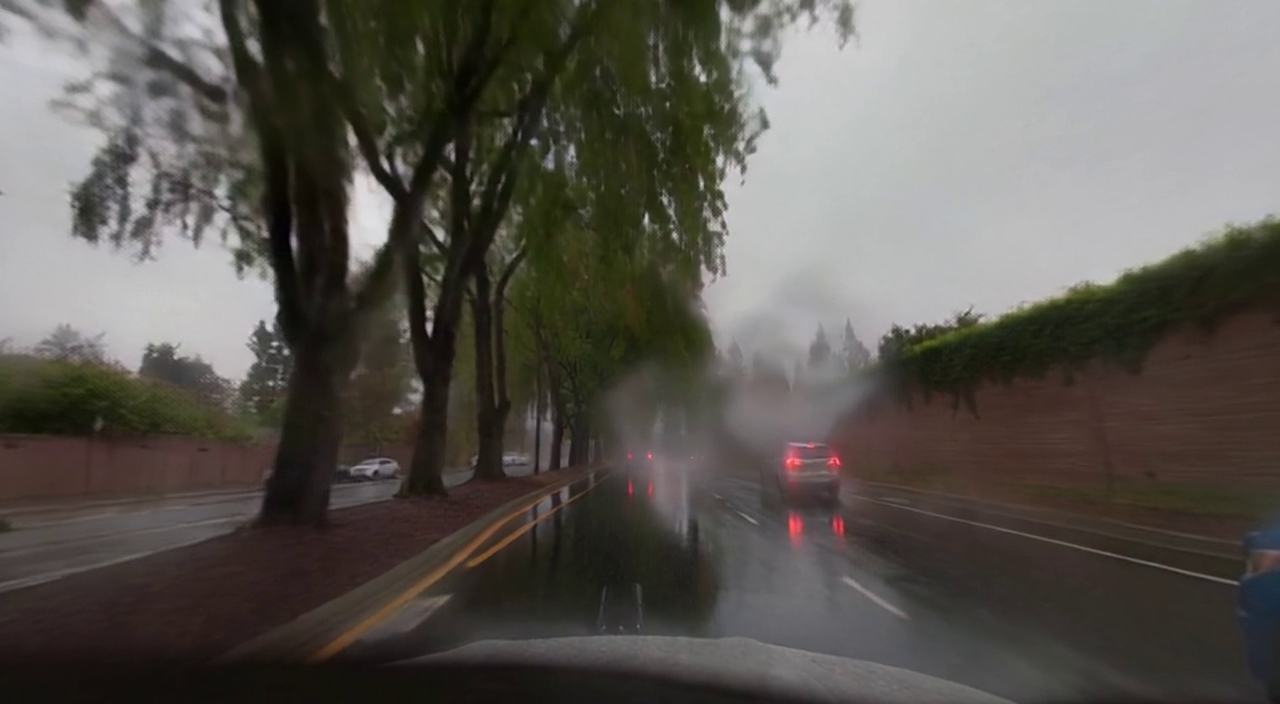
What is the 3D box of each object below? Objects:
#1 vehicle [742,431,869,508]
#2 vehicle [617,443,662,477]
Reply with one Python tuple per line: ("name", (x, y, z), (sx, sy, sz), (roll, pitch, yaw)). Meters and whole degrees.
("vehicle", (4.226, 3.071, 17.040), (2.155, 1.752, 4.456), (0, -8, -1))
("vehicle", (-0.055, 6.104, 35.994), (2.391, 1.739, 3.837), (0, -8, -1))
